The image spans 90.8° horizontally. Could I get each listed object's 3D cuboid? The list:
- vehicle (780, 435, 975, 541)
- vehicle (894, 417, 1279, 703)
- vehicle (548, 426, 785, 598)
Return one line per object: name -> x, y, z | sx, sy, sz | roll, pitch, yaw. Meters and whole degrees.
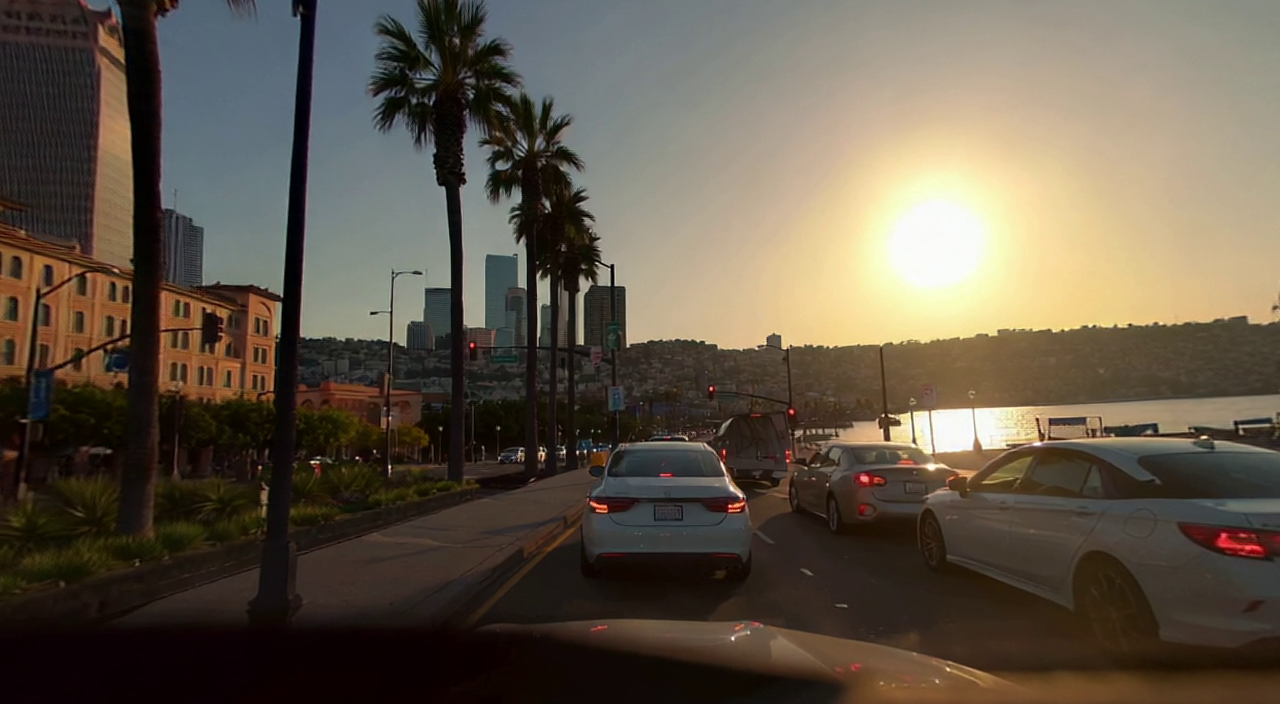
vehicle -> 3.895, 2.290, 11.310 | 1.920, 1.490, 4.417 | -1, -9, 2
vehicle -> 3.912, 1.363, 5.091 | 1.913, 1.469, 4.425 | 0, -9, 0
vehicle -> 0.265, 1.705, 7.510 | 2.093, 1.503, 3.681 | 0, -9, 1
